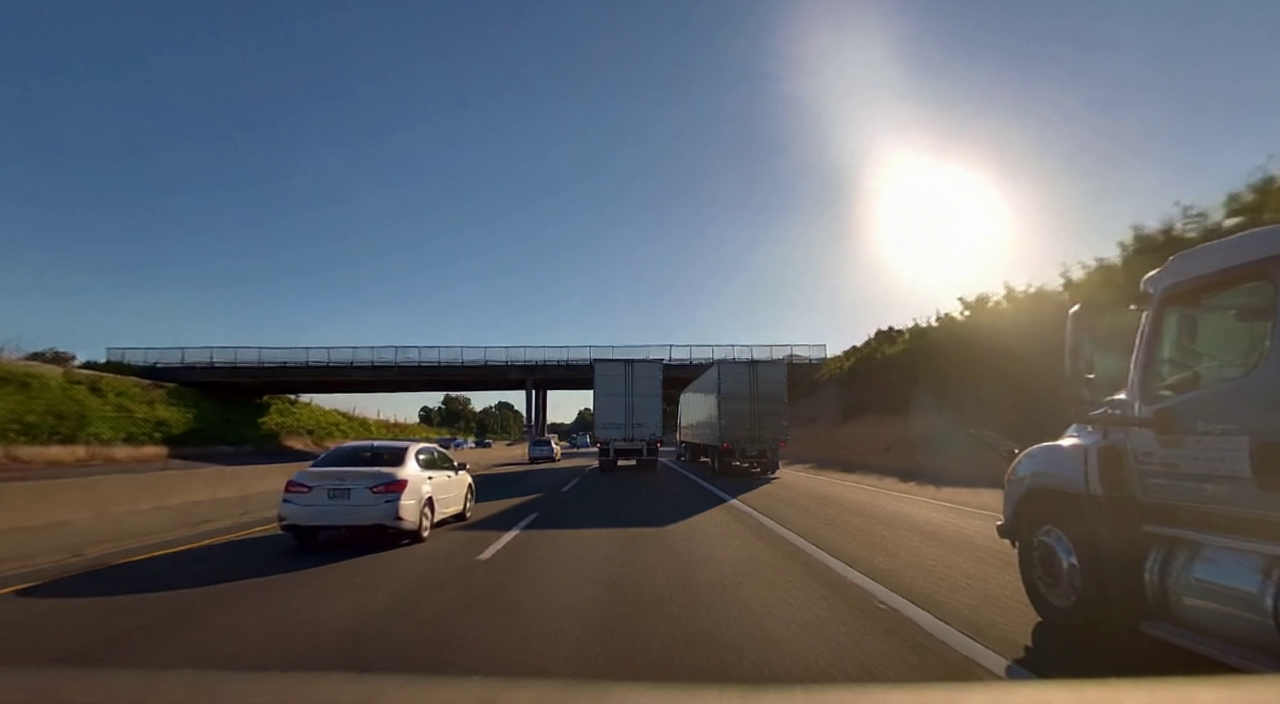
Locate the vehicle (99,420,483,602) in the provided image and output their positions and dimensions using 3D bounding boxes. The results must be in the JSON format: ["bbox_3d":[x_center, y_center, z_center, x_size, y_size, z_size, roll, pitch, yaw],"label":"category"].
[{"bbox_3d":[-3.420,1.611,7.496,1.894,1.460,4.662,0,-8,0],"label":"vehicle"}]

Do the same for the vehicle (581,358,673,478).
[{"bbox_3d":[-0.501,2.938,26.742,3.090,4.065,10.702,0,-8,-1],"label":"vehicle"}]

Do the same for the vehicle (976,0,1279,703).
[{"bbox_3d":[3.935,-0.483,1.237,3.074,3.896,5.910,0,-8,-1],"label":"vehicle"}]

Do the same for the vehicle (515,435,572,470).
[{"bbox_3d":[-4.384,4.615,29.231,2.049,1.483,3.786,0,-8,-1],"label":"vehicle"}]

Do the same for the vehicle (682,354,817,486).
[{"bbox_3d":[3.615,2.757,24.406,2.817,3.886,11.491,0,-8,-2],"label":"vehicle"}]
